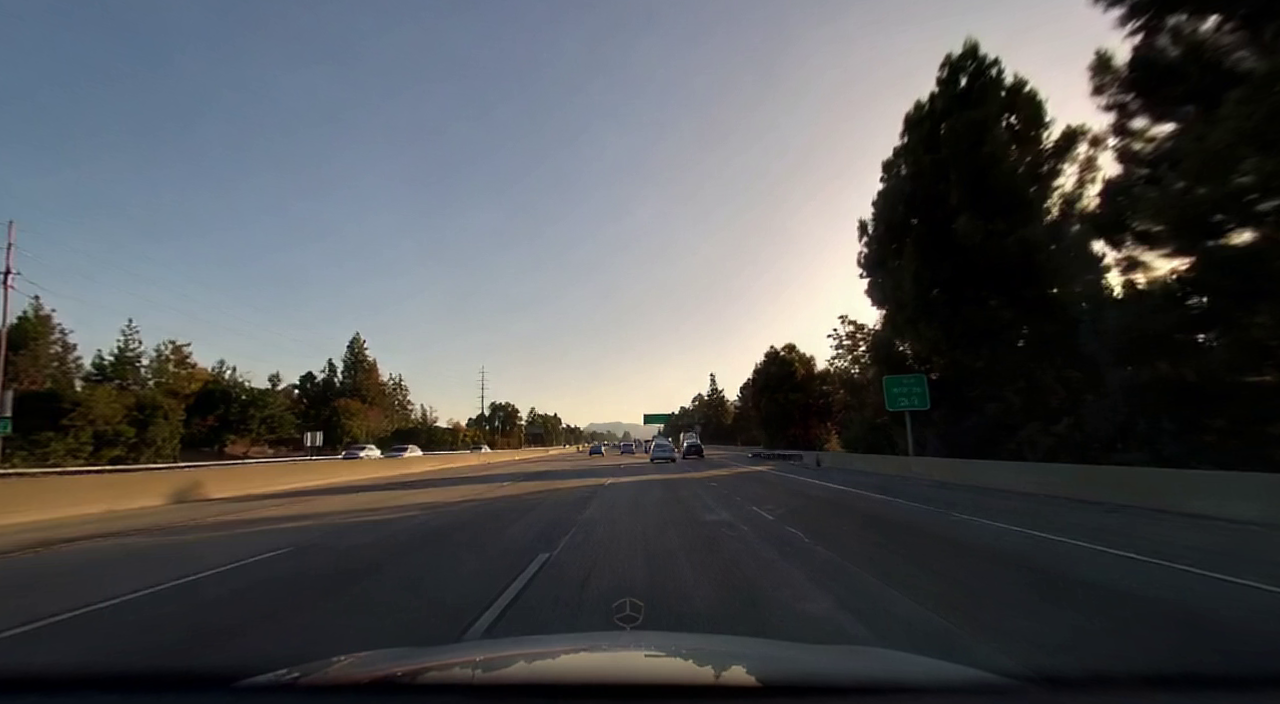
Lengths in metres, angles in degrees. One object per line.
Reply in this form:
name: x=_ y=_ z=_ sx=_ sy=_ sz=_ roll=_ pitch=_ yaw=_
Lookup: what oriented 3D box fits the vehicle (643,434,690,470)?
vehicle: x=1.319 y=5.294 z=33.658 sx=2.260 sy=1.766 sz=4.348 roll=0 pitch=-8 yaw=-1
